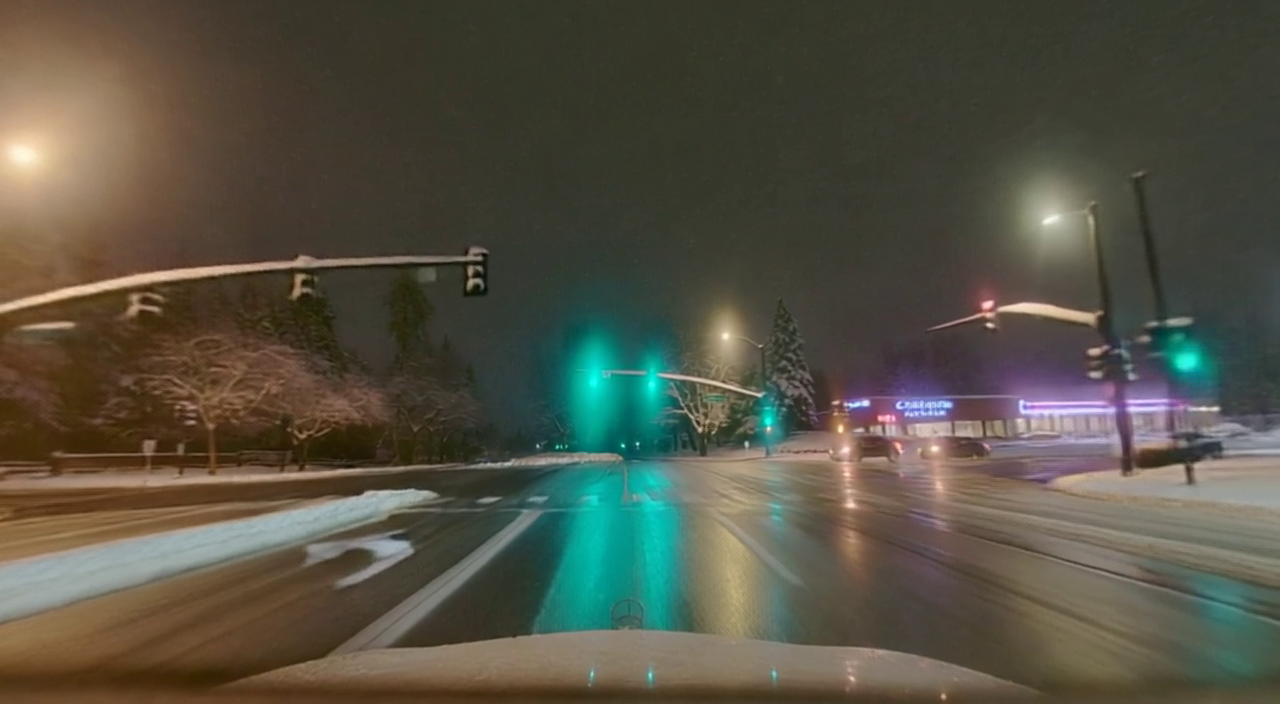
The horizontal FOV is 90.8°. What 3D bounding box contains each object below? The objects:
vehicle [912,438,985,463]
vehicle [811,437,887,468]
[{"bbox_3d":[19.101,6.081,39.155,3.942,1.505,1.848,4,-9,-23],"label":"vehicle"},{"bbox_3d":[12.170,5.841,36.789,3.780,1.496,1.867,0,-8,-23],"label":"vehicle"}]
